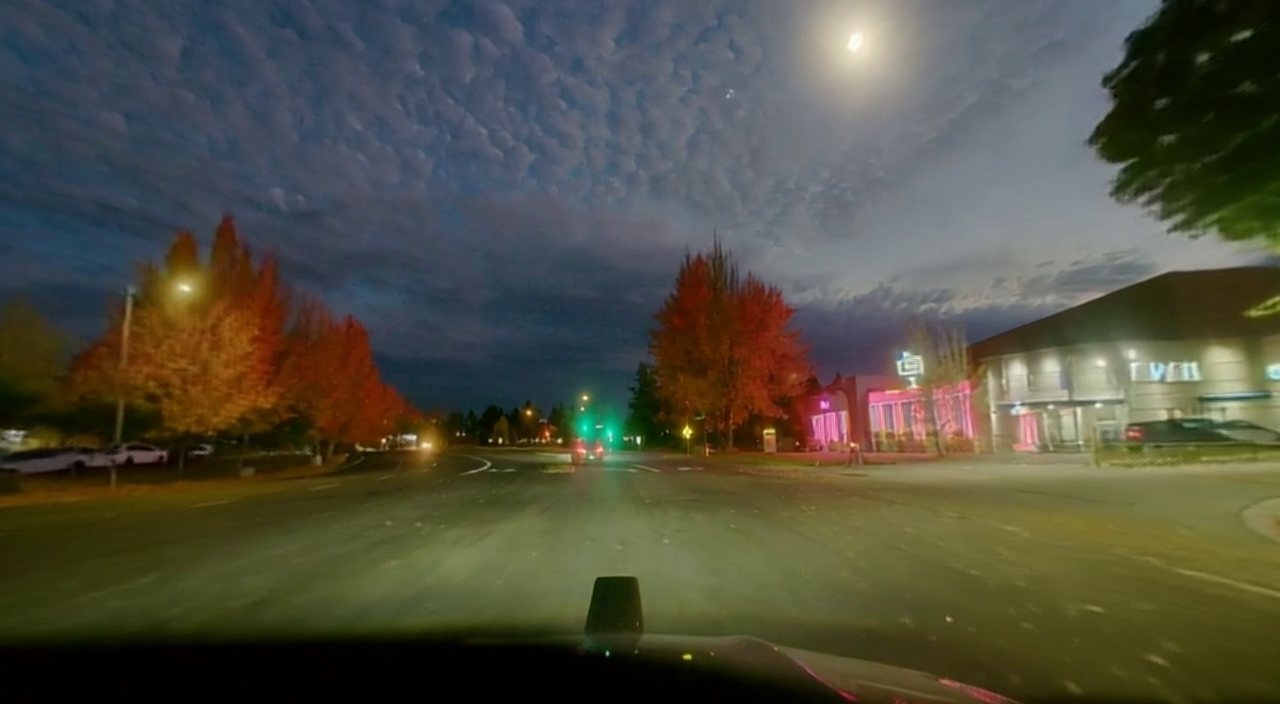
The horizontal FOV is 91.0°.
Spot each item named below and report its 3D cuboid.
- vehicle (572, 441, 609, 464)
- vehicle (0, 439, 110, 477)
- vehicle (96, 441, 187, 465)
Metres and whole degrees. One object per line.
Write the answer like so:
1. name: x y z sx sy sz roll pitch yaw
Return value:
1. vehicle: -3.490 6.925 43.747 2.018 1.512 4.304 2 -8 -12
2. vehicle: -35.741 6.424 38.021 5.135 1.689 2.269 -3 -11 -15
3. vehicle: -36.762 7.462 46.559 4.807 1.665 2.045 1 -8 -10
